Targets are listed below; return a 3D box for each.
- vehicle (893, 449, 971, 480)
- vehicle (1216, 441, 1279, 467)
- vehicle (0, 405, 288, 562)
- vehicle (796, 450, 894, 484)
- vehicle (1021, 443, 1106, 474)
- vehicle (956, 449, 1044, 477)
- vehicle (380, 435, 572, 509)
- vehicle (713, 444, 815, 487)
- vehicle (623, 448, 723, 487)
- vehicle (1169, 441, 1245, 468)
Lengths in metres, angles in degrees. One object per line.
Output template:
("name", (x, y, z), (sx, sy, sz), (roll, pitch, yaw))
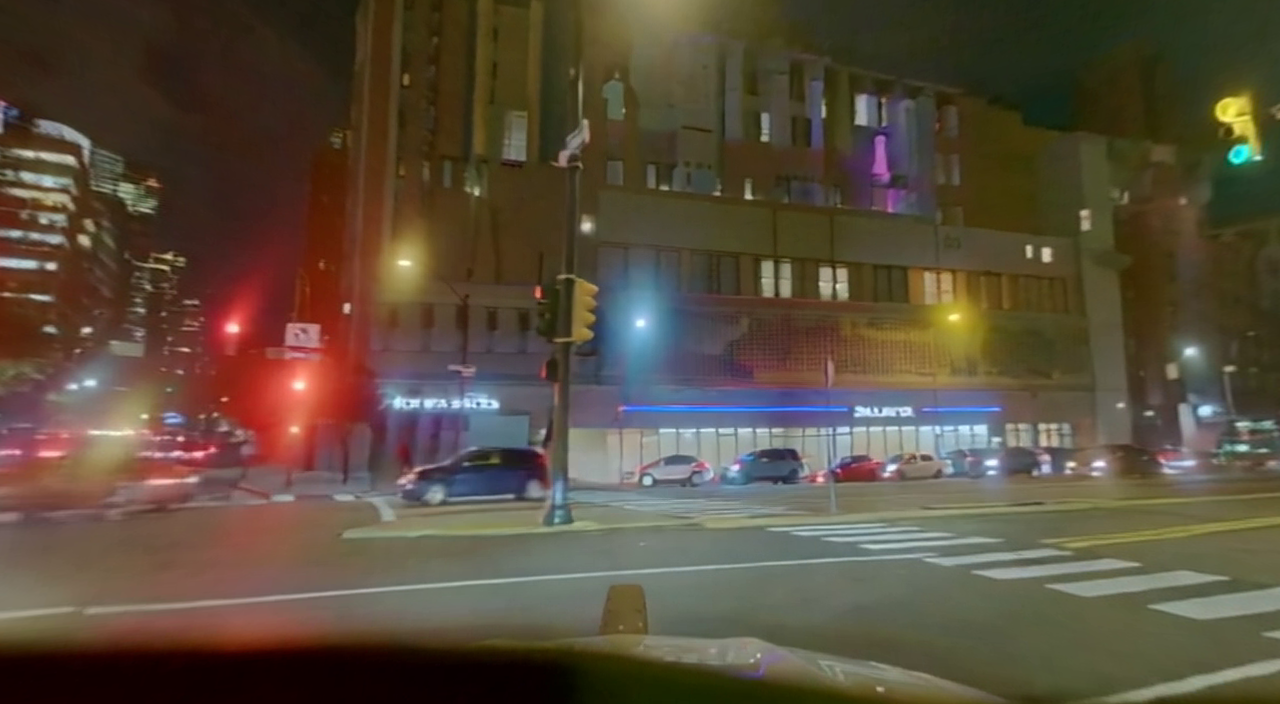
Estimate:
("vehicle", (15.627, 5.973, 33.762), (3.522, 1.546, 1.721), (4, -10, -22))
("vehicle", (43.237, 7.263, 44.619), (4.298, 1.490, 1.772), (8, -13, -21))
("vehicle", (-7.217, 1.529, 7.614), (1.926, 1.624, 4.749), (-5, -10, 30))
("vehicle", (10.164, 5.667, 31.289), (4.418, 1.556, 1.814), (4, -10, -22))
("vehicle", (25.154, 6.298, 37.440), (4.502, 1.696, 1.884), (4, -10, -22))
("vehicle", (20.185, 6.186, 35.363), (4.494, 1.481, 1.783), (4, -10, -22))
("vehicle", (-4.058, 2.936, 15.814), (4.291, 1.606, 1.859), (5, -10, -28))
("vehicle", (5.830, 5.277, 29.669), (4.289, 1.875, 1.963), (4, -10, -23))
("vehicle", (1.449, 5.083, 27.938), (4.035, 1.586, 1.738), (4, -10, -23))
("vehicle", (38.430, 6.927, 42.732), (4.574, 1.700, 1.911), (4, -10, -23))
